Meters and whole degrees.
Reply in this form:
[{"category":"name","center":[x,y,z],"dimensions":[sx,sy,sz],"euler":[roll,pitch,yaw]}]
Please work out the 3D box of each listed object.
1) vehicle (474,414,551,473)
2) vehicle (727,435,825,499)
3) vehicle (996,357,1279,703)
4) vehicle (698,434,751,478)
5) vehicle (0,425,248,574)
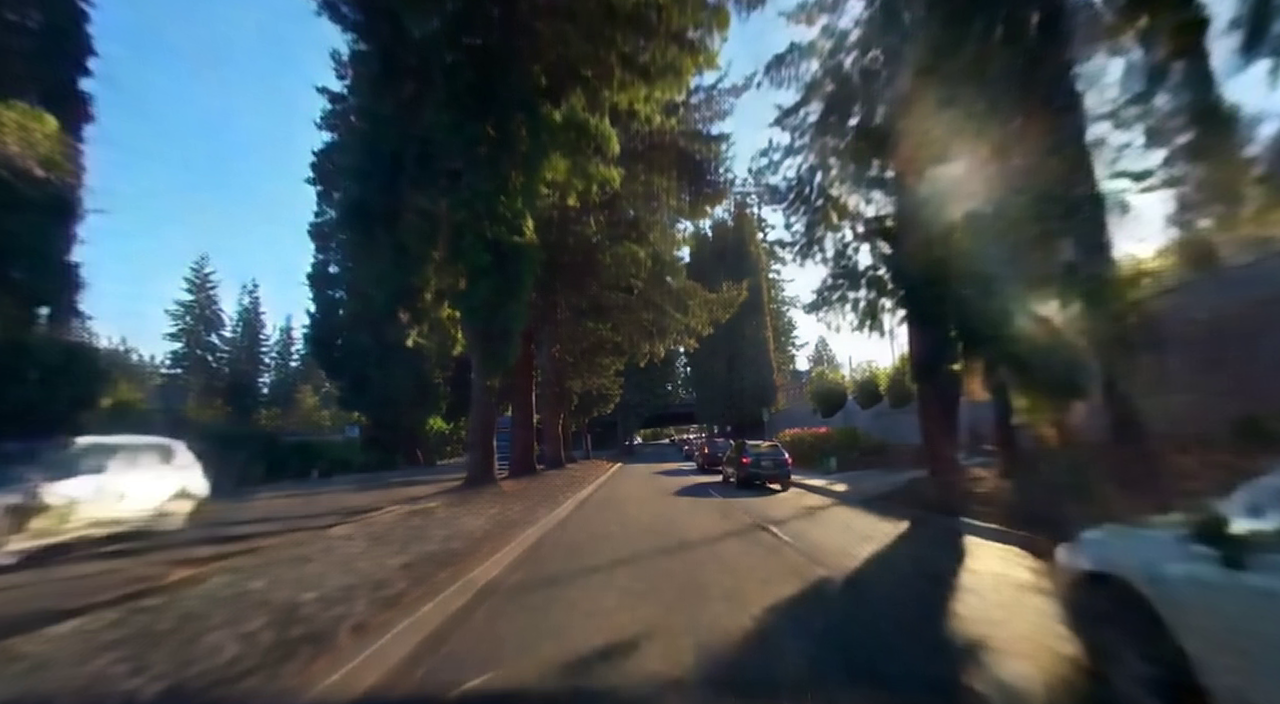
[{"category":"vehicle","center":[-6.005,4.437,30.526],"dimensions":[2.273,2.556,5.337],"euler":[-1,-8,4]},{"category":"vehicle","center":[3.950,3.406,19.073],"dimensions":[1.972,1.682,4.397],"euler":[0,-8,0]},{"category":"vehicle","center":[3.395,0.833,2.172],"dimensions":[1.868,1.694,4.184],"euler":[0,-8,0]},{"category":"vehicle","center":[3.943,4.928,30.144],"dimensions":[1.985,1.895,4.496],"euler":[0,-8,1]},{"category":"vehicle","center":[-7.327,1.758,8.122],"dimensions":[1.846,1.498,3.886],"euler":[-1,-8,4]}]
